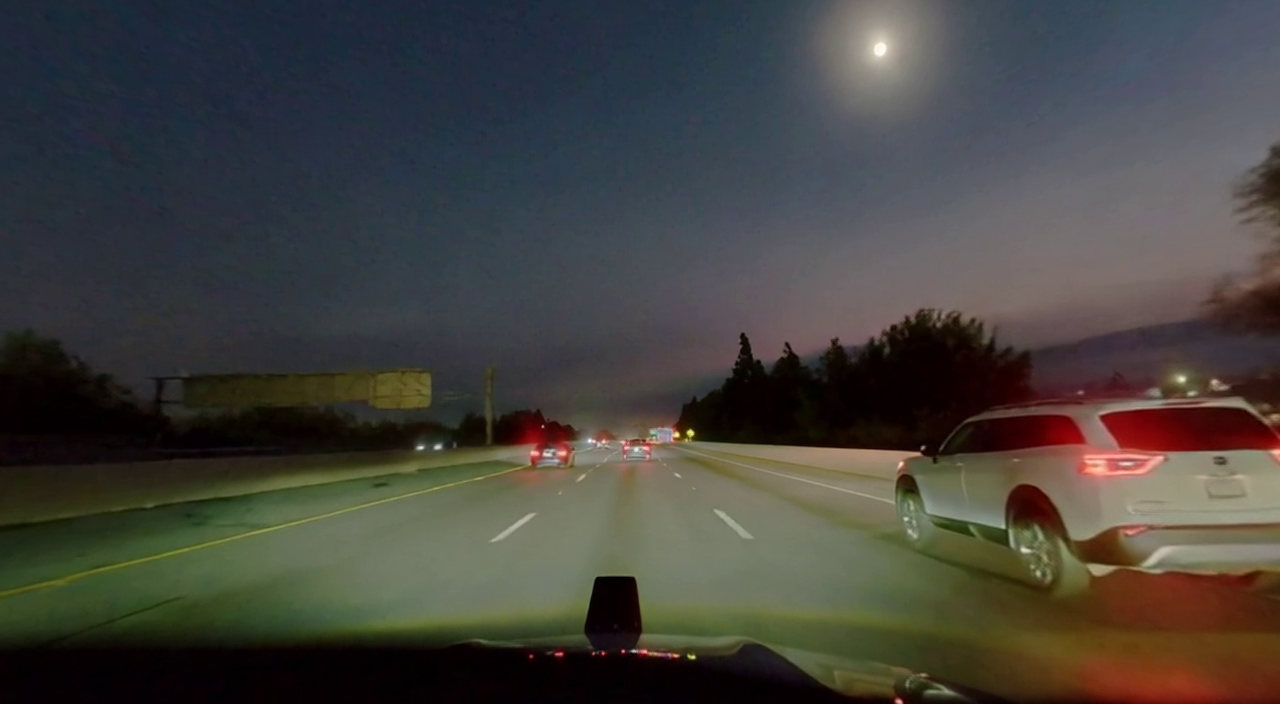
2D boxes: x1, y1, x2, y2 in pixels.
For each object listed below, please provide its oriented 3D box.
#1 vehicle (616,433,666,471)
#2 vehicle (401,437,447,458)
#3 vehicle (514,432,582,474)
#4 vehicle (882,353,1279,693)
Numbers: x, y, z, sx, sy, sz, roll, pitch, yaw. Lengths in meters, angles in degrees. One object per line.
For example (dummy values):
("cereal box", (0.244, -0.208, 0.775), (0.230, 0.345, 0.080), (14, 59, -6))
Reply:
("vehicle", (0.040, 4.457, 28.177), (2.049, 1.542, 3.816), (0, -8, 0))
("vehicle", (-16.327, 7.270, 47.733), (1.891, 1.498, 4.614), (0, -8, 0))
("vehicle", (-3.701, 4.151, 26.007), (2.066, 1.561, 4.495), (0, -8, 1))
("vehicle", (4.009, 1.151, 5.391), (2.025, 1.707, 4.279), (0, -8, -2))
